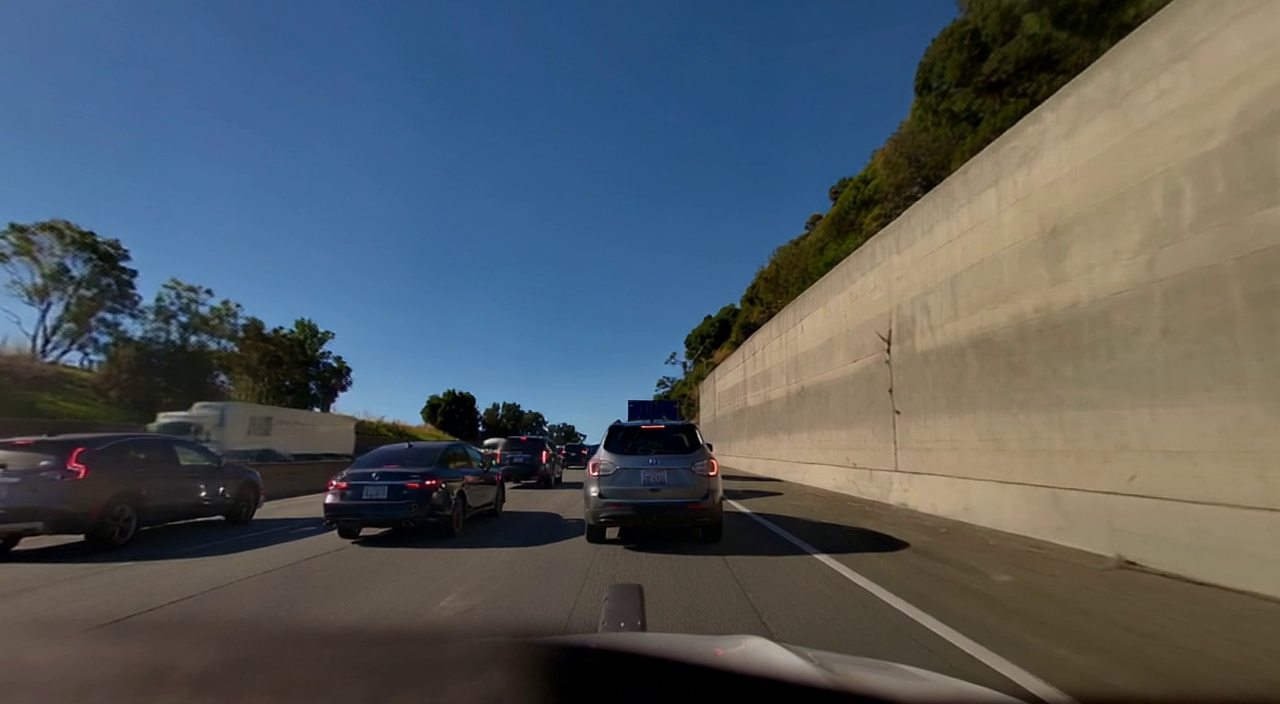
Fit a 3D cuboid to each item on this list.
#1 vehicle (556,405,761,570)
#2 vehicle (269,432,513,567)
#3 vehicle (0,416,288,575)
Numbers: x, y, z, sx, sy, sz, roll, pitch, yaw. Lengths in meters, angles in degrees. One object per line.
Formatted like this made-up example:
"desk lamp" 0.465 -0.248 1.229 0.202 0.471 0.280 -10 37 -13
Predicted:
"vehicle" 0.152 1.875 9.555 2.210 1.760 5.303 0 -9 -1
"vehicle" -3.242 1.994 9.230 1.917 1.506 3.949 0 -9 1
"vehicle" -7.464 1.912 9.170 1.986 1.700 4.558 0 -9 1
